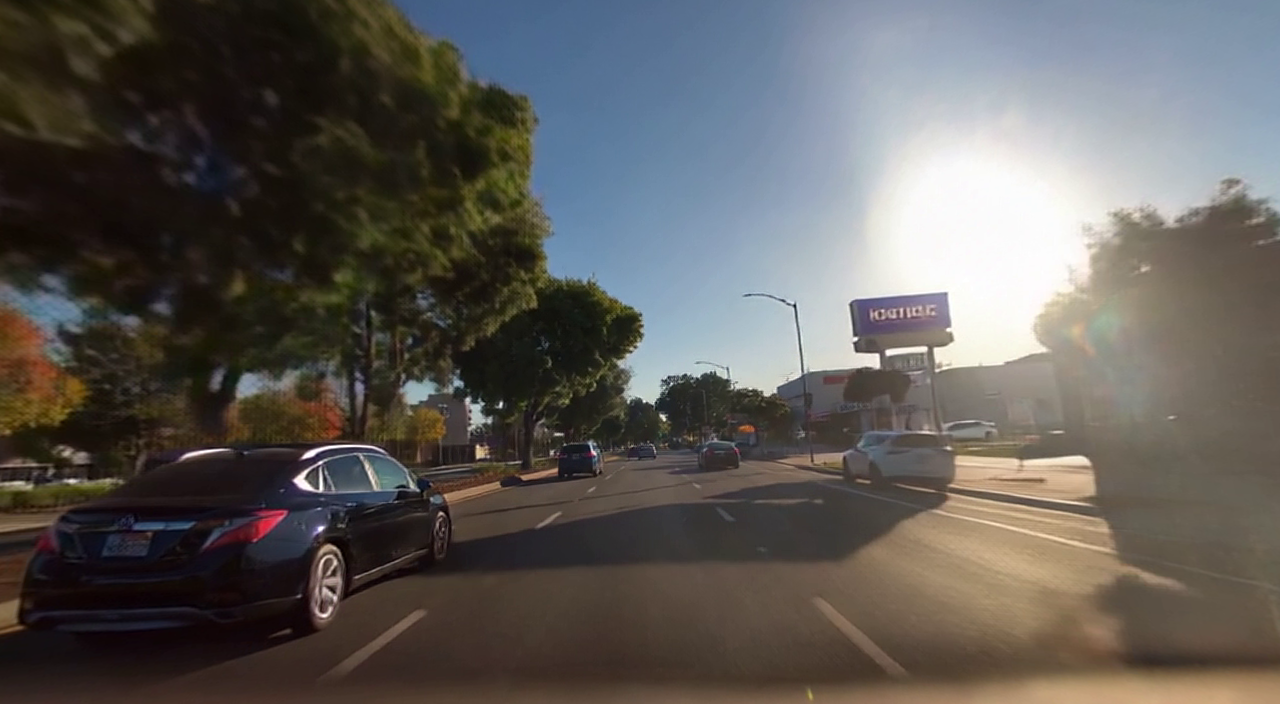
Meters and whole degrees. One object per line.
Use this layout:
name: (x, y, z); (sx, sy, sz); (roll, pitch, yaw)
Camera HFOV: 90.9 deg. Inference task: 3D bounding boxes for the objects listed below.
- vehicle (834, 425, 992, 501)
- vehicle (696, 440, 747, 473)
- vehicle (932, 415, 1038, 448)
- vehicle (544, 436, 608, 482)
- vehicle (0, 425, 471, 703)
vehicle: (7.323, 3.035, 17.651); (2.198, 1.788, 4.941); (0, -8, 0)
vehicle: (3.877, 5.038, 30.604); (1.904, 1.490, 4.299); (0, -8, 0)
vehicle: (21.227, 4.943, 38.932); (5.166, 1.870, 2.317); (0, -10, -2)
vehicle: (-2.650, 4.584, 27.283); (2.193, 1.788, 4.603); (0, -8, 1)
vehicle: (-3.152, 1.449, 5.435); (1.956, 1.460, 4.802); (0, -8, 1)
